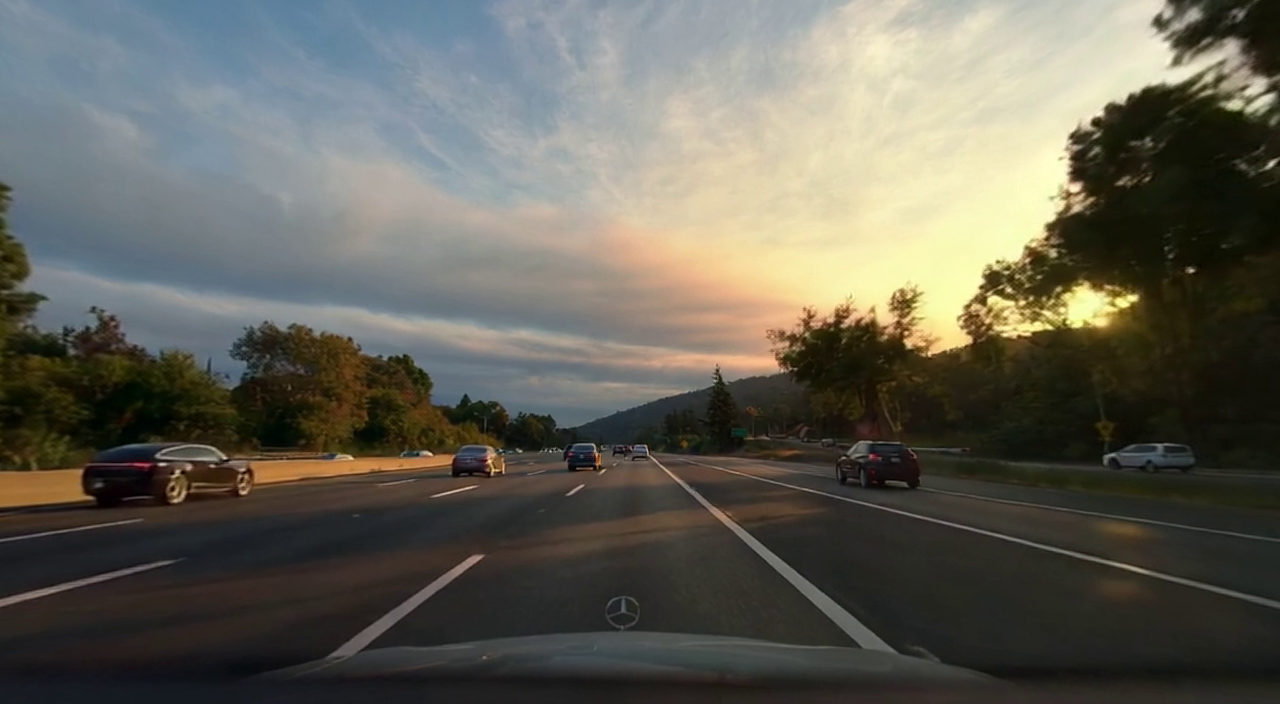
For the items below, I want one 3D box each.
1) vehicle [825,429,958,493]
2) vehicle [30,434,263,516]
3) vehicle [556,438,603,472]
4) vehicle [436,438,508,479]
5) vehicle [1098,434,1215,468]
[{"bbox_3d":[8.062,3.559,20.833,2.259,1.816,4.862,1,-9,-2],"label":"vehicle"},{"bbox_3d":[-11.275,2.813,14.905,1.958,1.633,4.302,0,-9,0],"label":"vehicle"},{"bbox_3d":[-3.643,6.340,39.014,2.288,1.962,5.119,0,-9,2],"label":"vehicle"},{"bbox_3d":[-7.672,4.919,29.269,2.087,1.755,4.457,0,-9,0],"label":"vehicle"},{"bbox_3d":[28.076,5.423,34.514,2.051,1.728,4.927,1,-9,-2],"label":"vehicle"}]
